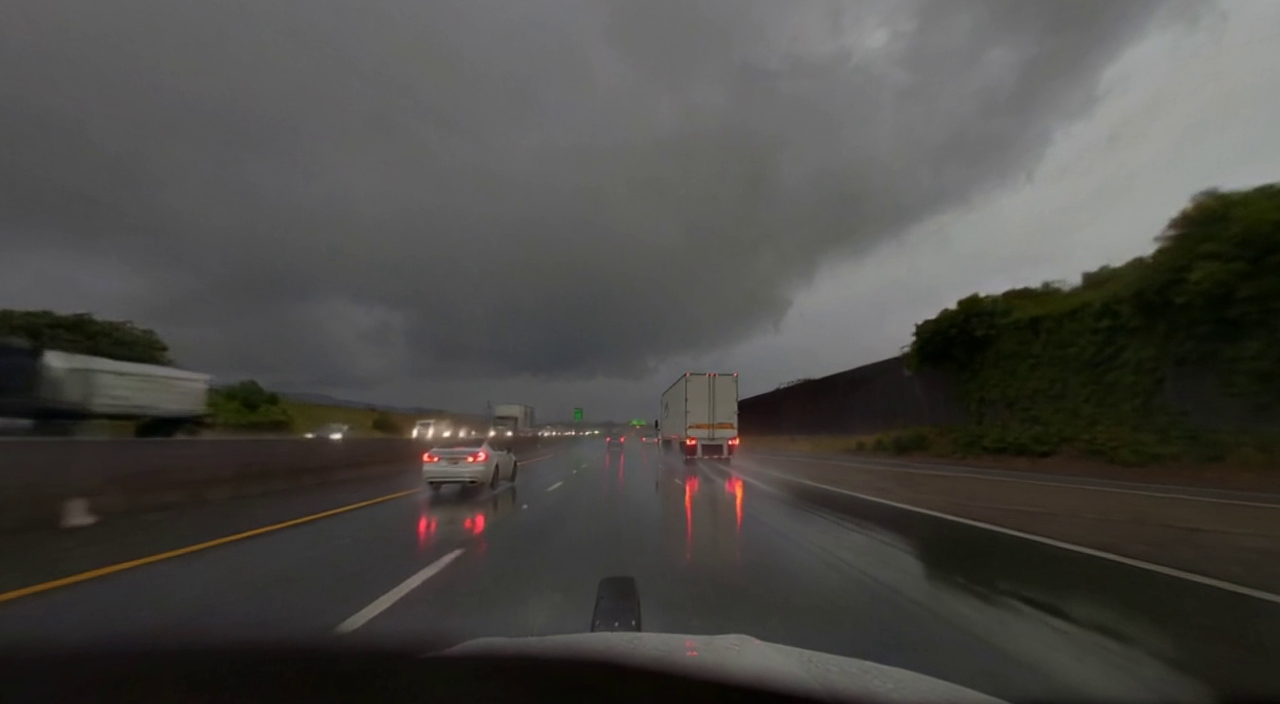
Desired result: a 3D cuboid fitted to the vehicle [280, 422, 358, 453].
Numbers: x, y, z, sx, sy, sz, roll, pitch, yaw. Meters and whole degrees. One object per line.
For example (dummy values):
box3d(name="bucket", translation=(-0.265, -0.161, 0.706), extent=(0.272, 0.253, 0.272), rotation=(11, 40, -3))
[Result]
box3d(name="vehicle", translation=(-16.831, 4.522, 33.309), extent=(1.818, 1.476, 4.577), rotation=(0, -8, -1))

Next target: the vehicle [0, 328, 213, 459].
box3d(name="vehicle", translation=(-20.092, 1.773, 22.475), extent=(2.903, 3.769, 9.823), rotation=(0, -8, -1))

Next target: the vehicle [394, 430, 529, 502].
box3d(name="vehicle", translation=(-4.028, 2.621, 15.075), extent=(1.971, 1.444, 4.401), rotation=(0, -8, -1))

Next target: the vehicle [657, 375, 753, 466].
box3d(name="vehicle", translation=(3.072, 4.002, 35.250), extent=(3.241, 4.042, 14.292), rotation=(0, -8, -3))
